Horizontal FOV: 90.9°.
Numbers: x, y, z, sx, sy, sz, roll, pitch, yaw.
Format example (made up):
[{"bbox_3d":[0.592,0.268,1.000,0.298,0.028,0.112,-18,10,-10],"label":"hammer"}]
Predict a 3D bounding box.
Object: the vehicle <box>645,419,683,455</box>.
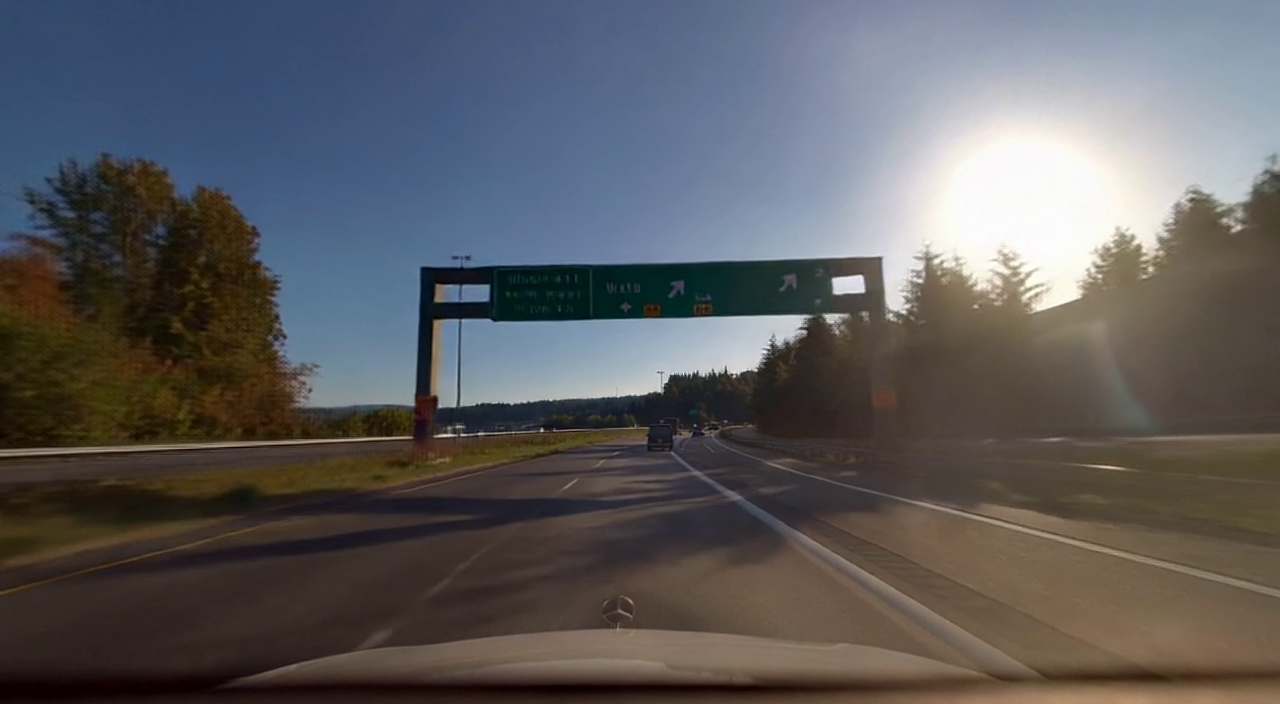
[{"bbox_3d":[1.639,5.893,43.643,2.450,2.314,4.753,0,-8,2],"label":"vehicle"}]
